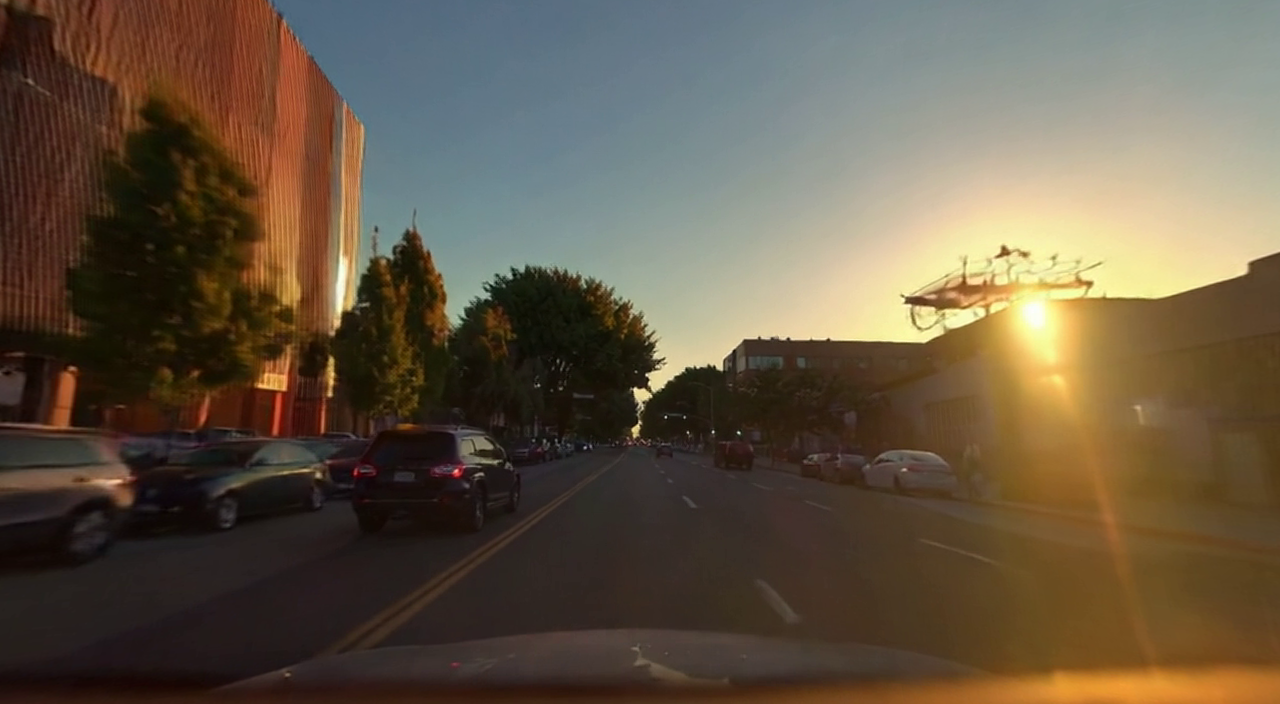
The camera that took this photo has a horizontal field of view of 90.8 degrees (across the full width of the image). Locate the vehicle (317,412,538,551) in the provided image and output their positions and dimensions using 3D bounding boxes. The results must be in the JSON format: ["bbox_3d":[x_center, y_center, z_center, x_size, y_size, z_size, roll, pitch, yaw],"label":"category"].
[{"bbox_3d":[-3.082,1.968,10.340,2.002,1.756,4.366,0,-8,1],"label":"vehicle"}]

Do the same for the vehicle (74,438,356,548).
[{"bbox_3d":[-6.911,2.276,11.026,1.832,1.488,4.405,0,-8,0],"label":"vehicle"}]

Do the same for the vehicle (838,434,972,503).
[{"bbox_3d":[9.176,4.036,22.607,2.249,2.117,5.743,0,-8,0],"label":"vehicle"}]

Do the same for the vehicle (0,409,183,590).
[{"bbox_3d":[-7.067,1.441,6.234,1.880,1.713,4.172,0,-9,1],"label":"vehicle"}]
